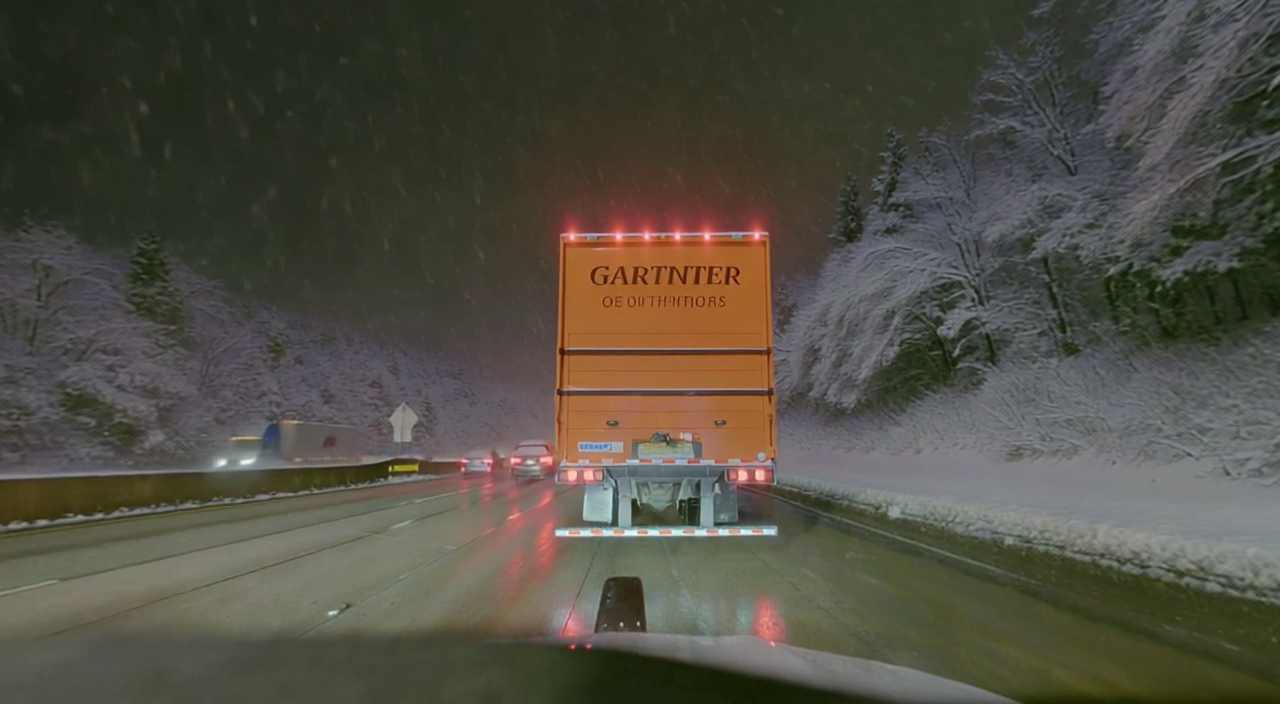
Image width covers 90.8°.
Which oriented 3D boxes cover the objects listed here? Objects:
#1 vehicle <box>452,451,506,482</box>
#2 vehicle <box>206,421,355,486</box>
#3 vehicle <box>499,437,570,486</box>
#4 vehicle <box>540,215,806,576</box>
[{"bbox_3d":[-8.234,5.844,32.495,1.828,1.502,3.385,0,-9,1],"label":"vehicle"},{"bbox_3d":[-25.485,7.406,46.239,2.807,3.948,13.958,0,-9,0],"label":"vehicle"},{"bbox_3d":[-4.649,4.922,28.554,2.293,2.015,4.915,0,-9,1],"label":"vehicle"},{"bbox_3d":[0.441,1.227,12.294,2.853,4.054,10.557,0,-9,1],"label":"vehicle"}]
